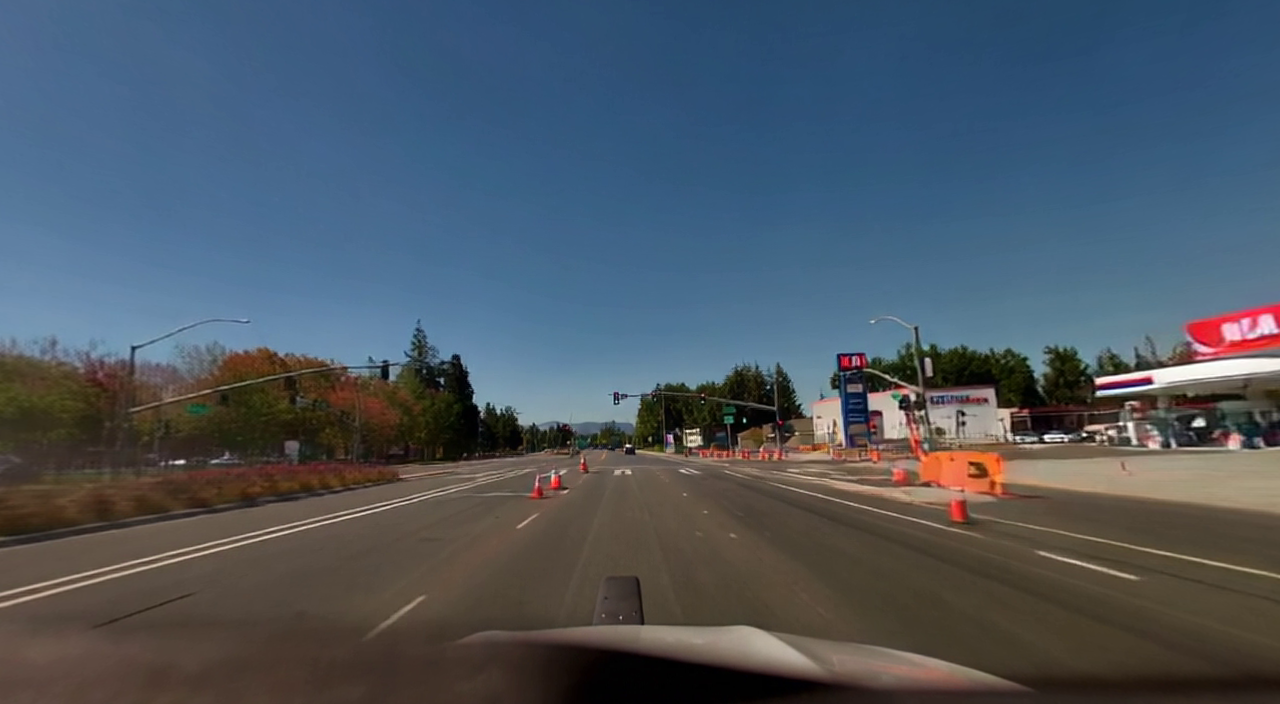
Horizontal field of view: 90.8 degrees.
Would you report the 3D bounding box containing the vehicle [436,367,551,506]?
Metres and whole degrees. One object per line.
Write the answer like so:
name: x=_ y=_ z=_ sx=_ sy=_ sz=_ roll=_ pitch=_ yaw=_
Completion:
vehicle: x=-4.079 y=2.384 z=18.162 sx=2.637 sy=3.576 sz=3.006 roll=-2 pitch=-7 yaw=-1
